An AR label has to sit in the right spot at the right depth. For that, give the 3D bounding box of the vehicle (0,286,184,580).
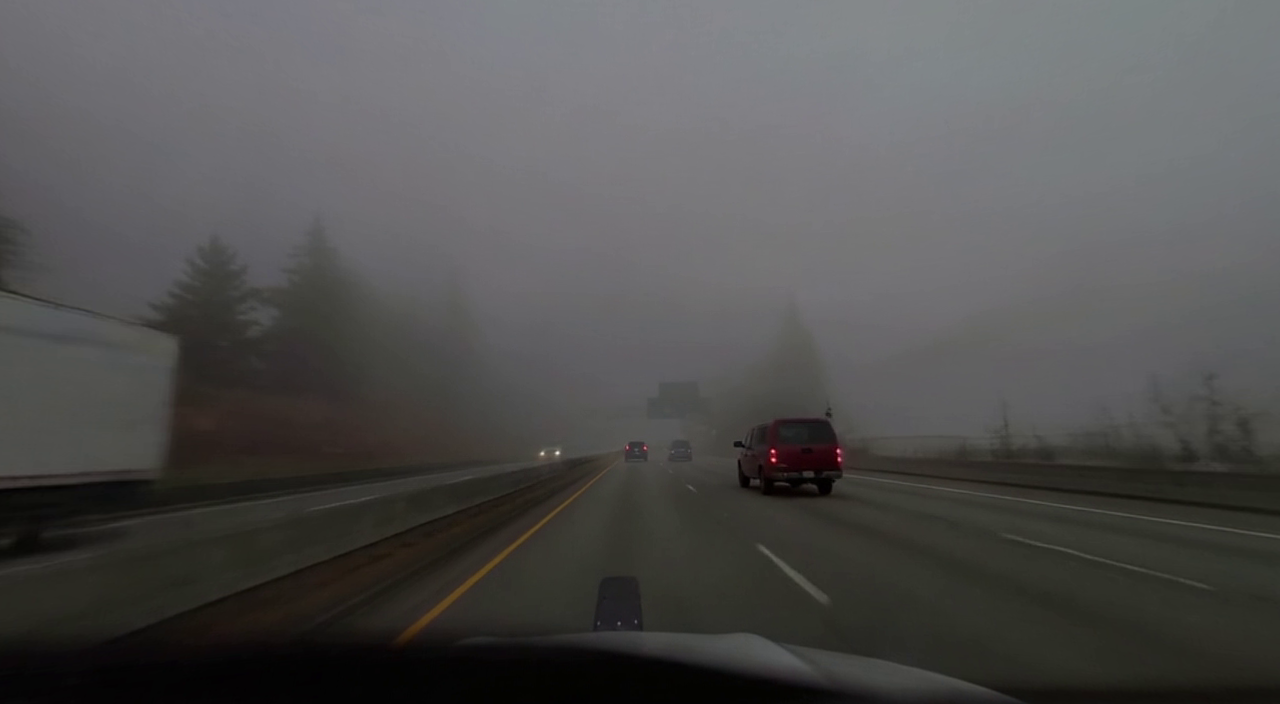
[{"bbox_3d":[-10.609,0.575,5.086,3.462,4.045,14.036,0,-9,-1],"label":"vehicle"}]

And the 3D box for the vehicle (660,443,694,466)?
[{"bbox_3d":[2.696,7.599,46.772,2.123,1.620,4.959,0,-9,-1],"label":"vehicle"}]

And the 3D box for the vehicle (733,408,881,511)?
[{"bbox_3d":[3.606,2.442,14.621,1.981,1.984,4.623,0,-9,-2],"label":"vehicle"}]

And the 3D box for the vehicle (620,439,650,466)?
[{"bbox_3d":[-0.396,7.585,47.691,2.192,1.912,4.524,0,-9,-1],"label":"vehicle"}]
